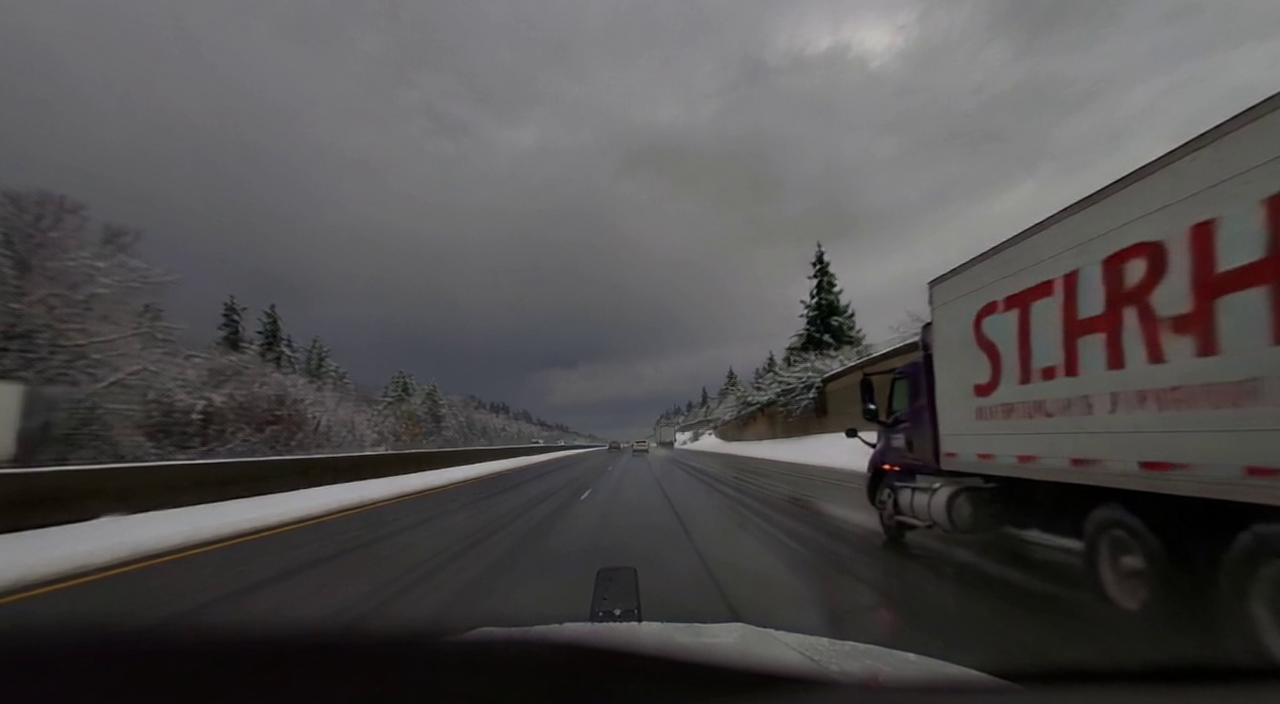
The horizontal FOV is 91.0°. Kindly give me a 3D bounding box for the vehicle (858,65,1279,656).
[{"bbox_3d":[5.235,0.219,4.998,2.949,3.470,10.539,0,-8,-2],"label":"vehicle"}]

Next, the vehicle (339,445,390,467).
[{"bbox_3d":[-20.849,7.869,47.845,1.857,1.482,4.561,-1,-8,-1],"label":"vehicle"}]
